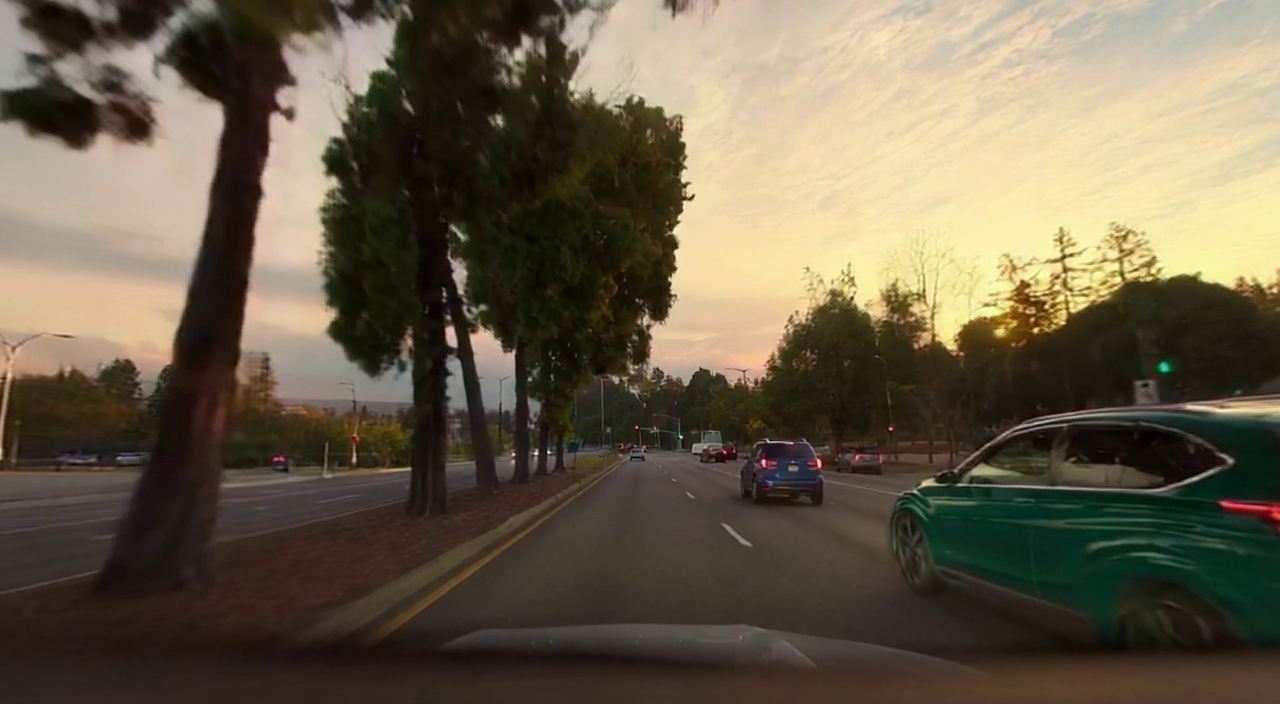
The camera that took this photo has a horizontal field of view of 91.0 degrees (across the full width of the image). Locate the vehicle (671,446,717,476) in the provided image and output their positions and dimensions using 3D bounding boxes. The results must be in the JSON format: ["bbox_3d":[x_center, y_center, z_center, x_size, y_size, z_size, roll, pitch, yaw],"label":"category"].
[{"bbox_3d":[2.753,5.688,33.127,1.980,1.484,4.093,0,-8,-1],"label":"vehicle"}]

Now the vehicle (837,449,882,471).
[{"bbox_3d":[16.035,7.895,46.154,1.815,1.493,4.135,0,-8,1],"label":"vehicle"}]

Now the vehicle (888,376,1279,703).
[{"bbox_3d":[3.162,0.978,2.927,1.932,1.547,4.992,0,-8,-1],"label":"vehicle"}]

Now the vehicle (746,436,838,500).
[{"bbox_3d":[4.450,3.438,19.117,2.075,1.698,4.142,-1,-8,5],"label":"vehicle"}]

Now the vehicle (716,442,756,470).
[{"bbox_3d":[6.513,7.103,43.195,1.919,1.774,4.720,0,-8,-1],"label":"vehicle"}]
